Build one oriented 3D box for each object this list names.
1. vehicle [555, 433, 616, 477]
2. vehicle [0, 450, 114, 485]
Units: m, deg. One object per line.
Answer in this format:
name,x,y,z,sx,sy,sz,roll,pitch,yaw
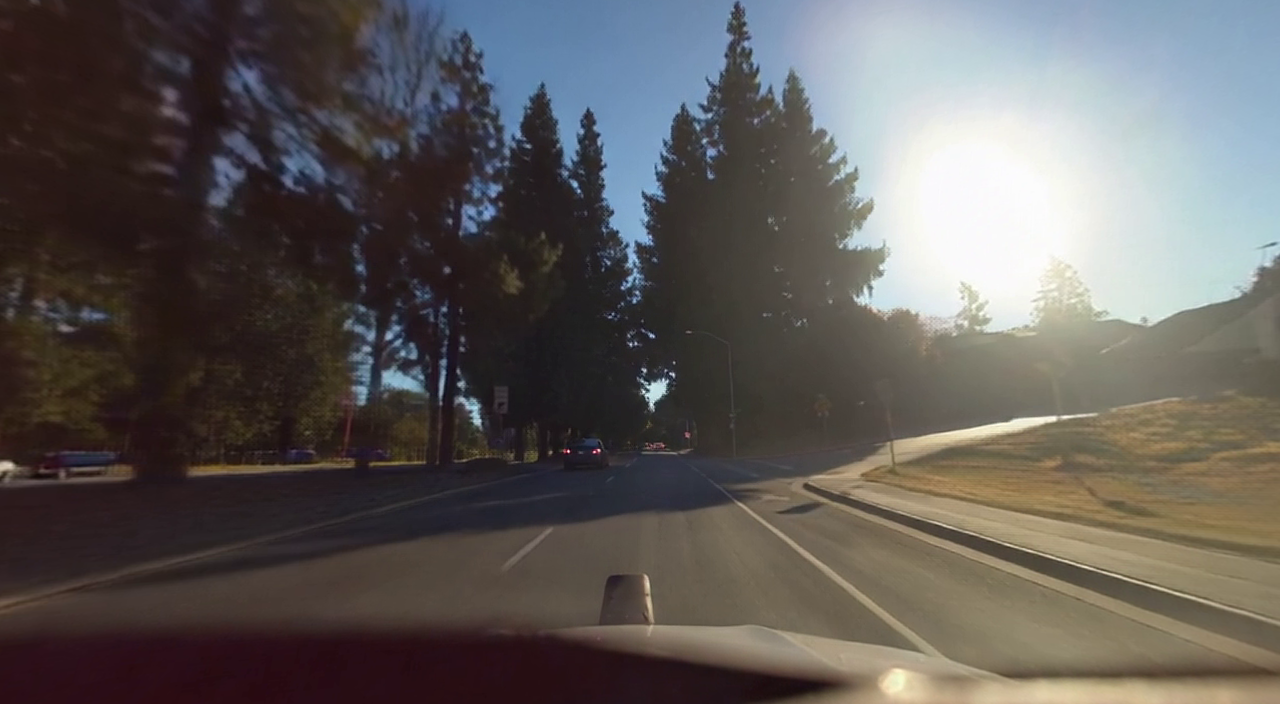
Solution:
vehicle,-2.185,4.300,26.591,2.016,1.694,4.335,0,-8,2
vehicle,-28.537,5.515,30.514,1.866,1.479,4.731,-1,-8,4
